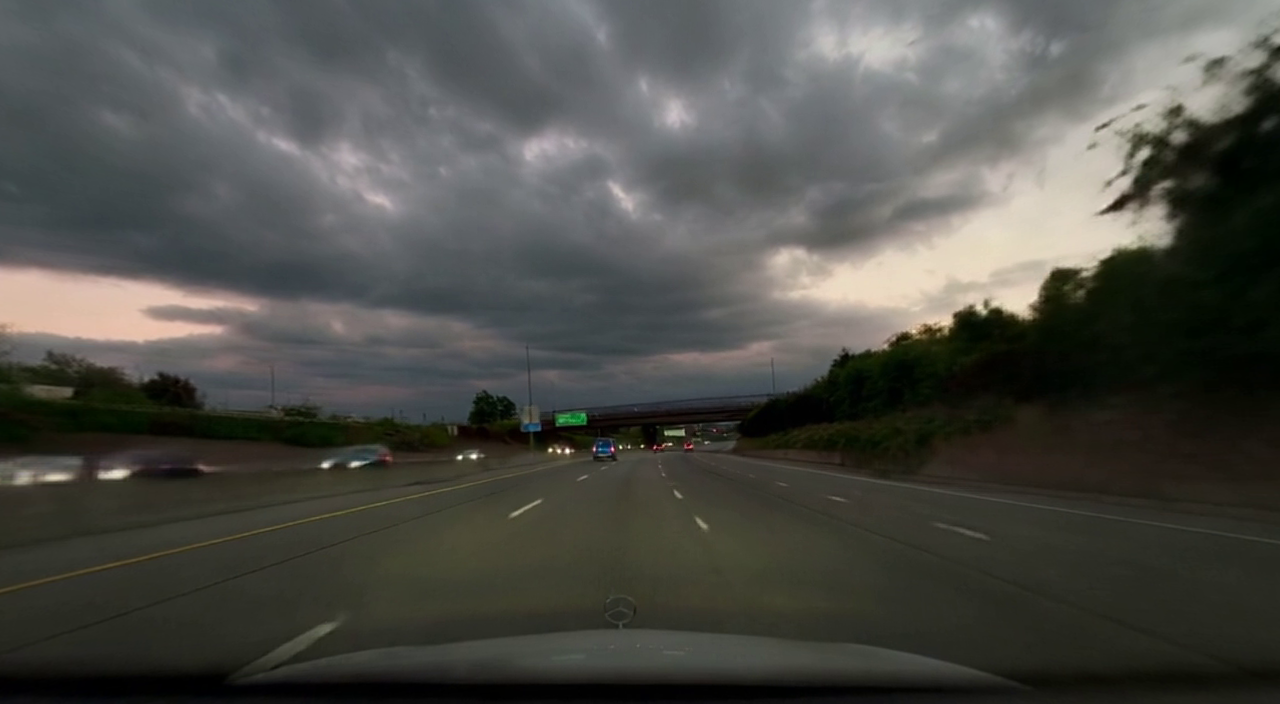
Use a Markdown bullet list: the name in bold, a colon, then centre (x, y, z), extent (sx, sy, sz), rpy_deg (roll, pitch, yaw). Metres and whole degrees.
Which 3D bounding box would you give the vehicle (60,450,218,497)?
- **vehicle**: centre (-17.810, 4.305, 22.791), extent (1.905, 1.474, 4.495), rpy_deg (0, -8, 2)

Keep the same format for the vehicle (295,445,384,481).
- **vehicle**: centre (-13.548, 4.989, 28.768), extent (1.944, 1.507, 3.985), rpy_deg (0, -8, 2)

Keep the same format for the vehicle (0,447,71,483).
- **vehicle**: centre (-31.188, 5.542, 30.997), extent (1.916, 1.679, 4.547), rpy_deg (-1, -8, 7)
